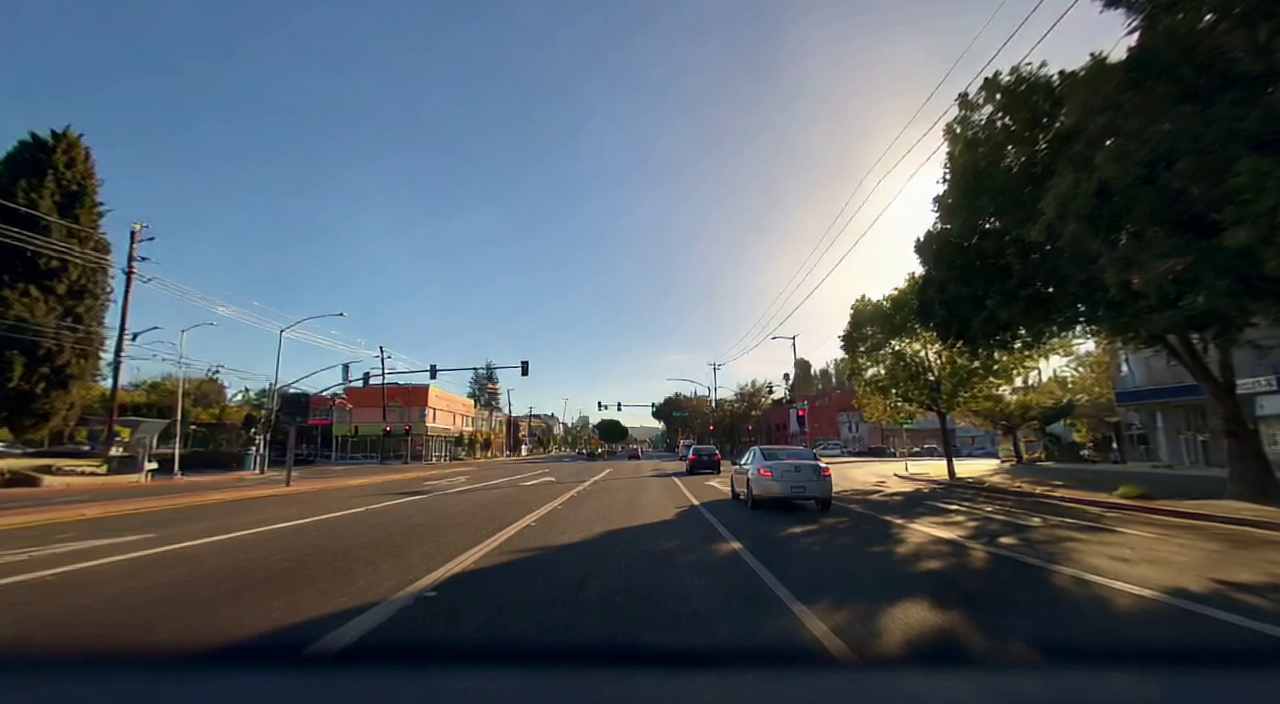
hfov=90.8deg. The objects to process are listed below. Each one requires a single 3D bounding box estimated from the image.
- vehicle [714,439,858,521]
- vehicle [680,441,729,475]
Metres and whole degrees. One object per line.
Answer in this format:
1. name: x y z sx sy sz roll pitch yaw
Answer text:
1. vehicle: 2.903 2.656 13.720 2.004 1.455 4.417 0 -8 -1
2. vehicle: 3.327 5.590 33.569 2.128 1.699 4.222 0 -8 0
